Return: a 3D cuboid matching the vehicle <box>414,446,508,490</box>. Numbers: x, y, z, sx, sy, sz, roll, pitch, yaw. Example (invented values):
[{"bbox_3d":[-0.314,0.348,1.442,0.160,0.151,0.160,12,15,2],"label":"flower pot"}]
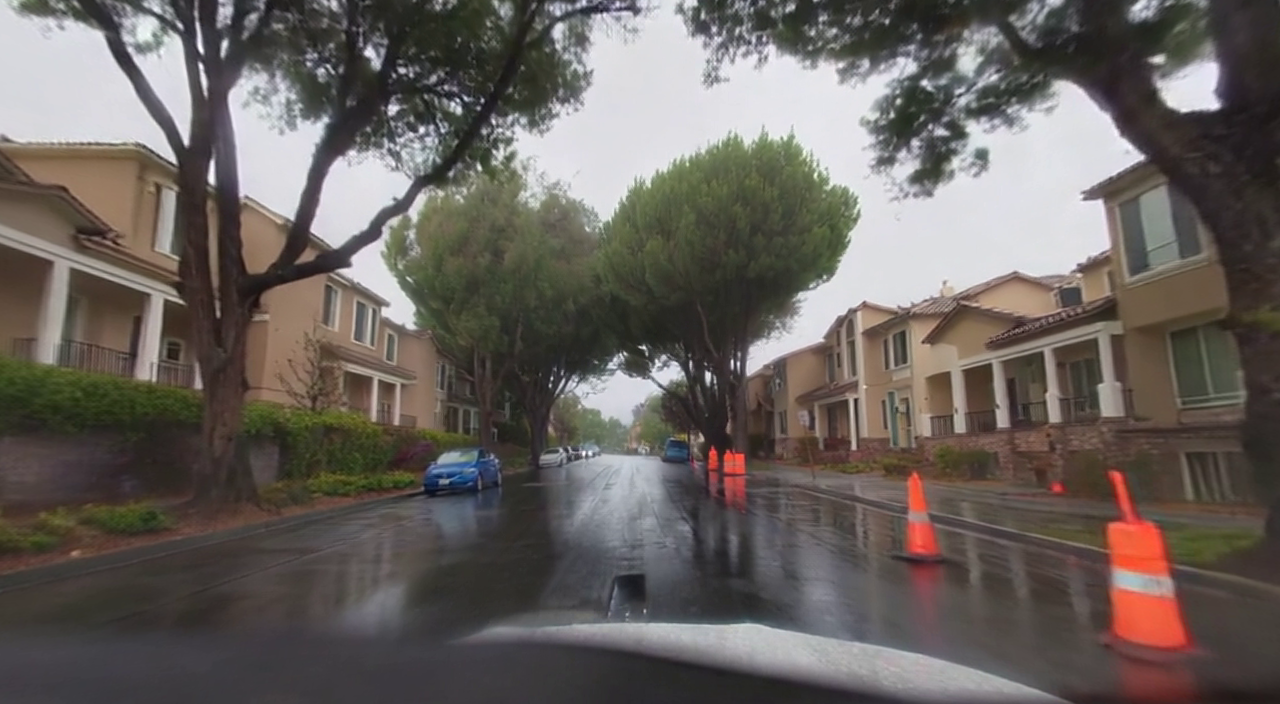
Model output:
[{"bbox_3d":[-6.651,4.341,24.006,2.137,1.481,4.503,0,-9,1],"label":"vehicle"}]
